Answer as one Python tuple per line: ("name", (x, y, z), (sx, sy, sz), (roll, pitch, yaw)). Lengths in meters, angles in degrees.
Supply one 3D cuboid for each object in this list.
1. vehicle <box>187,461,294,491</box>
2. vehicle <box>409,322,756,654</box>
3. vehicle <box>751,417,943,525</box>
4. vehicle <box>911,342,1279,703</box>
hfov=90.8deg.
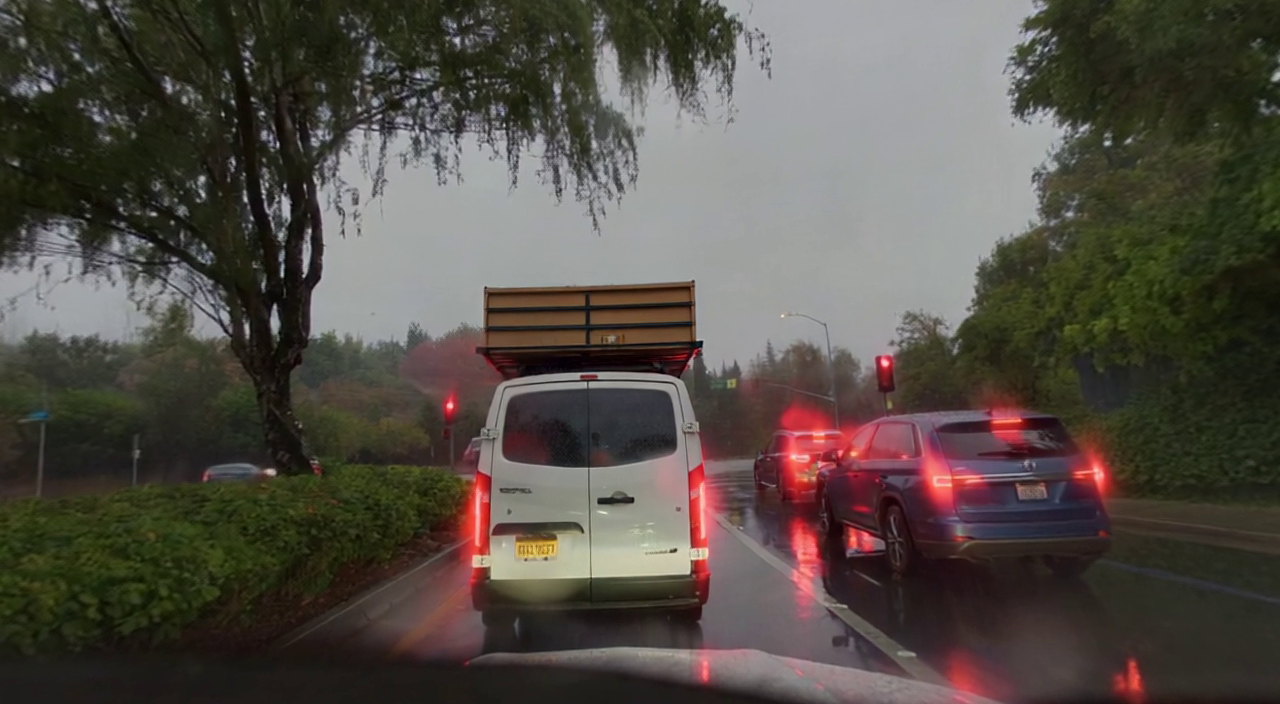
("vehicle", (-19.454, 6.045, 31.004), (4.135, 1.321, 1.687), (3, -9, -22))
("vehicle", (-0.359, 1.155, 6.193), (2.145, 2.089, 4.309), (0, -9, 0))
("vehicle", (3.697, 2.215, 12.274), (2.024, 1.692, 4.252), (1, -9, -4))
("vehicle", (3.456, 0.941, 3.400), (1.965, 1.671, 4.146), (0, -9, -3))
